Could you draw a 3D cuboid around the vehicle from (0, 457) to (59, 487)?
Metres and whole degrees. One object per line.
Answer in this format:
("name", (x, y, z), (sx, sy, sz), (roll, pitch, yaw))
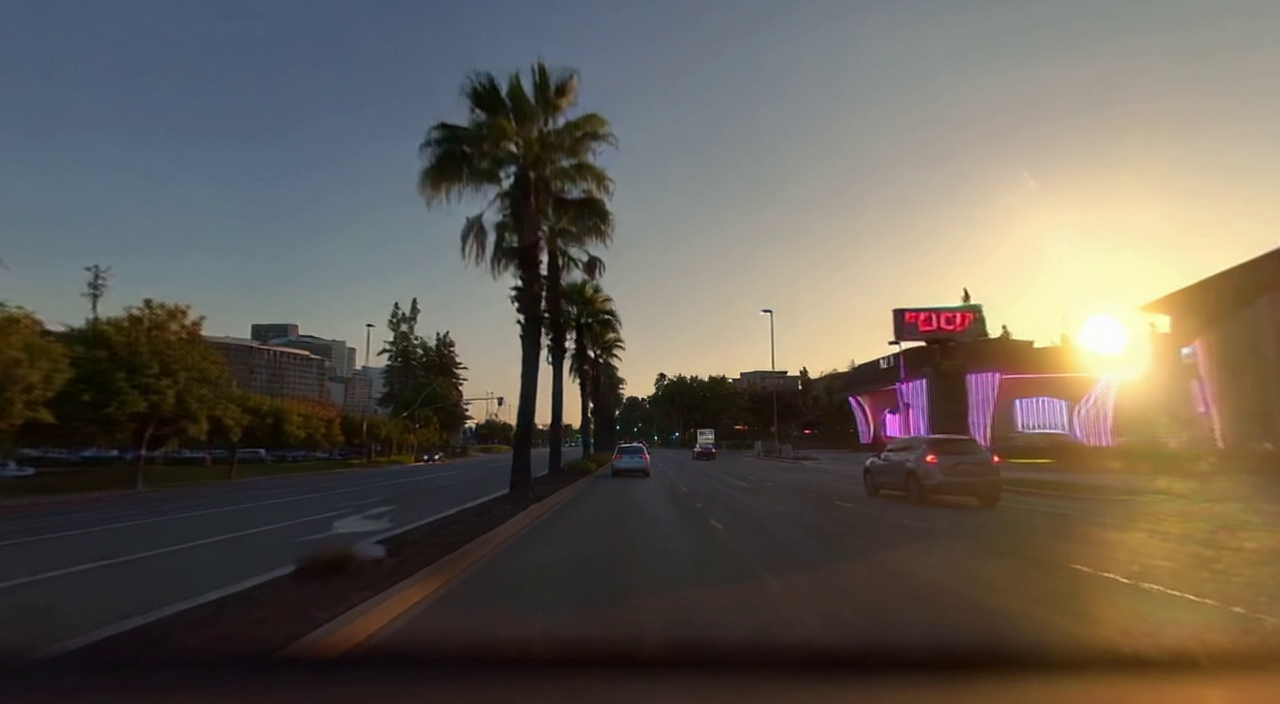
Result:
("vehicle", (-33.563, 6.308, 33.166), (3.986, 1.432, 1.885), (0, -8, 0))

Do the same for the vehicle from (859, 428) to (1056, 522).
("vehicle", (6.284, 2.455, 13.075), (1.949, 1.647, 3.894), (0, -8, -2))

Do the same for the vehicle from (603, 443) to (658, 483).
("vehicle", (-0.353, 4.267, 24.541), (1.970, 1.402, 3.756), (0, -8, 0))
